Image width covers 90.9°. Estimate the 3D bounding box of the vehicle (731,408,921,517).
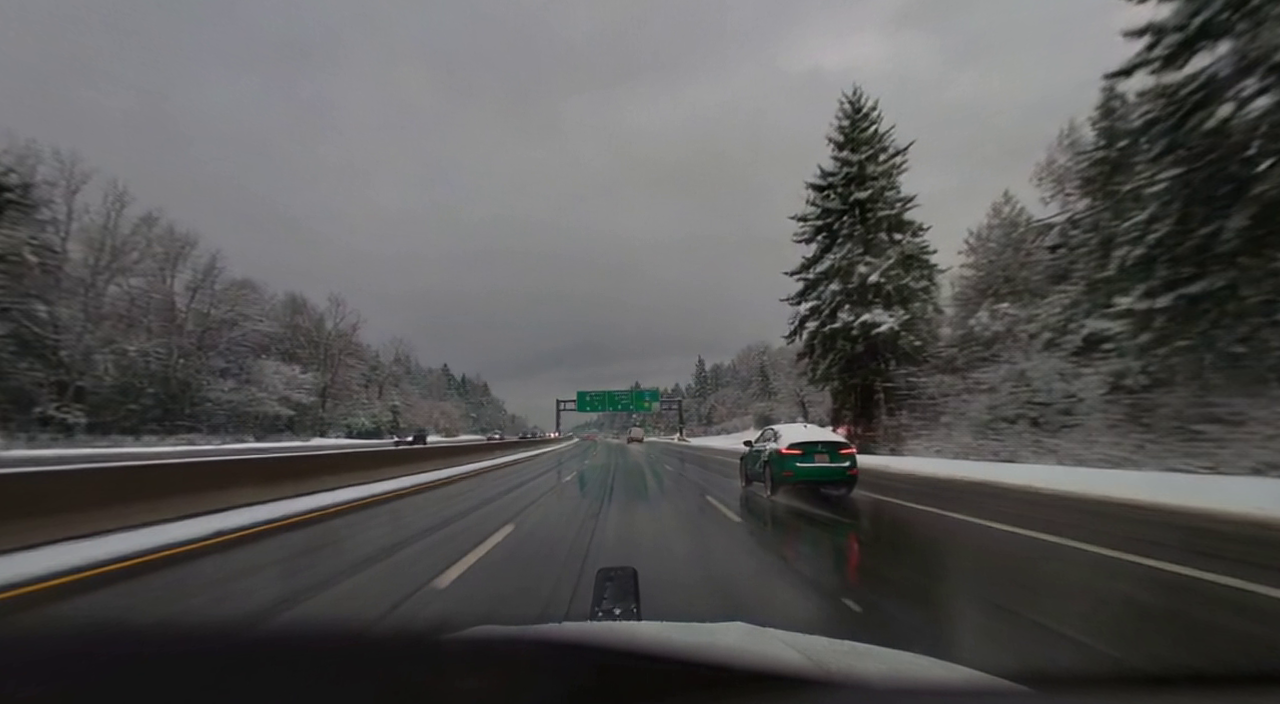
[{"bbox_3d":[3.153,1.992,11.799,2.107,1.642,4.331,0,-8,-2],"label":"vehicle"}]
